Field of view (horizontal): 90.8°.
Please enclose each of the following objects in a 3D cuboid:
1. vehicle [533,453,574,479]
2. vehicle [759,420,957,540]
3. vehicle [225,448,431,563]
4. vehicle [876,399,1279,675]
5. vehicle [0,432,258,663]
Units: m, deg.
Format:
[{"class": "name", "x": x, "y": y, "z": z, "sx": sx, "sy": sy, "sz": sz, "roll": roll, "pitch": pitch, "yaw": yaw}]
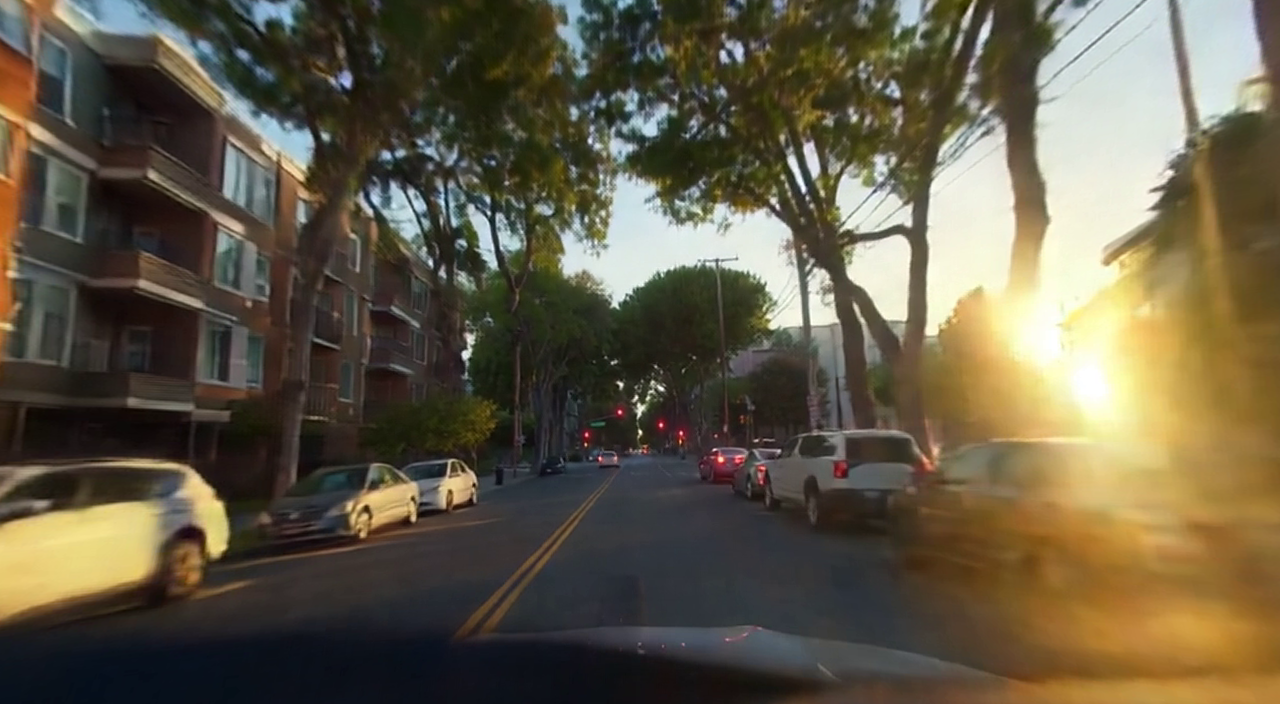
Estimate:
[{"class": "vehicle", "x": -5.793, "y": 7.651, "z": 42.676, "sx": 1.947, "sy": 1.473, "sz": 4.397, "roll": -5, "pitch": -9, "yaw": 1}, {"class": "vehicle", "x": 3.925, "y": 2.405, "z": 12.635, "sx": 2.093, "sy": 1.857, "sz": 5.414, "roll": 0, "pitch": -9, "yaw": 1}, {"class": "vehicle", "x": -5.871, "y": 2.848, "z": 12.542, "sx": 1.929, "sy": 1.681, "sz": 4.216, "roll": -5, "pitch": -9, "yaw": 0}, {"class": "vehicle", "x": 4.009, "y": 1.447, "z": 6.060, "sx": 1.782, "sy": 1.669, "sz": 4.226, "roll": 0, "pitch": -9, "yaw": -1}, {"class": "vehicle", "x": -5.964, "y": 1.744, "z": 5.699, "sx": 2.077, "sy": 1.756, "sz": 4.665, "roll": -7, "pitch": -9, "yaw": 1}]
